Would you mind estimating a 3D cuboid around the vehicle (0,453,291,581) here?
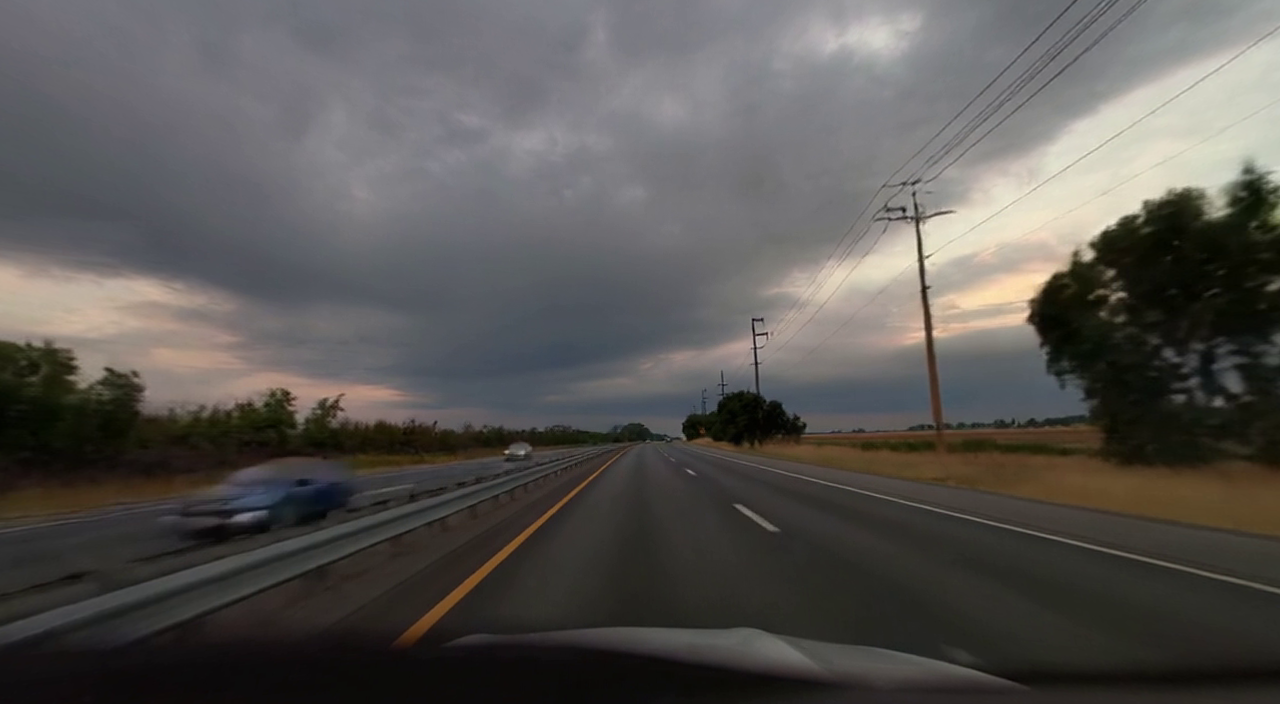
[{"bbox_3d":[-7.276,2.270,9.392,1.936,1.430,3.777,0,-8,-1],"label":"vehicle"}]
